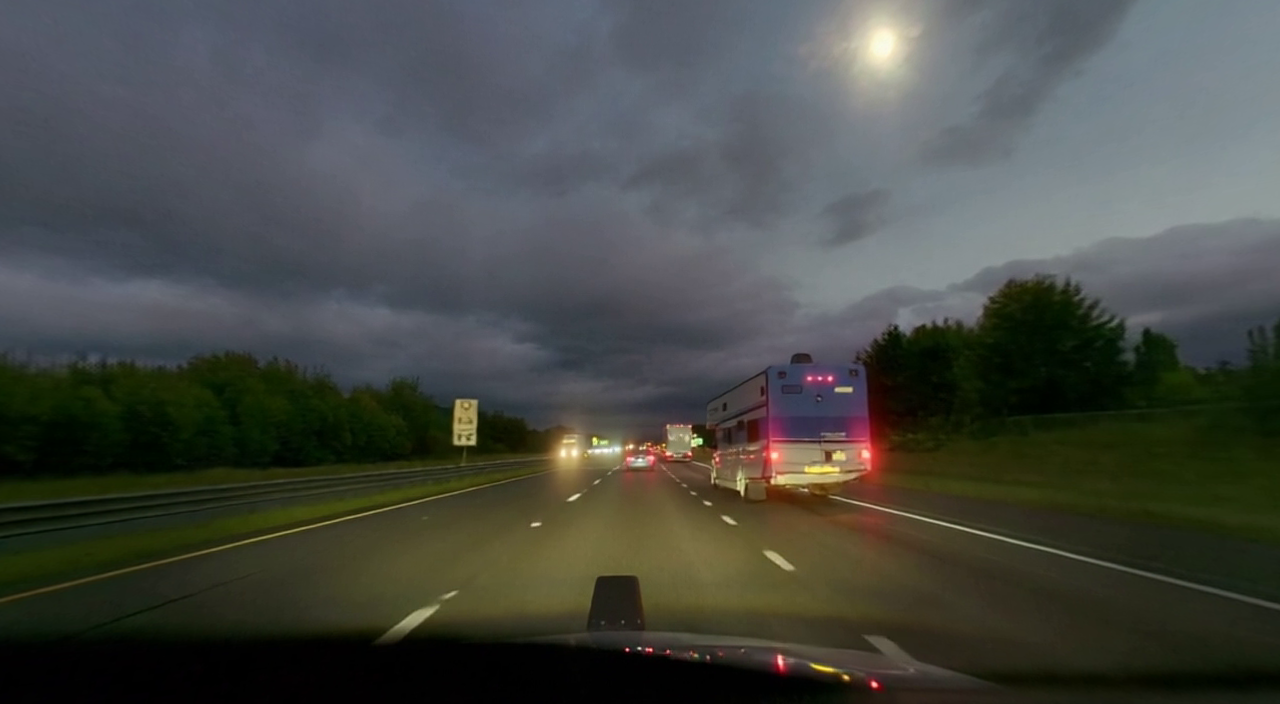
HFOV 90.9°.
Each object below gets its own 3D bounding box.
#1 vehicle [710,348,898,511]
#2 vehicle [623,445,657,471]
[{"bbox_3d":[4.008,2.330,18.051,2.931,3.530,8.760,0,-9,0],"label":"vehicle"},{"bbox_3d":[0.028,7.098,42.279,2.151,1.678,3.923,0,-9,0],"label":"vehicle"}]
